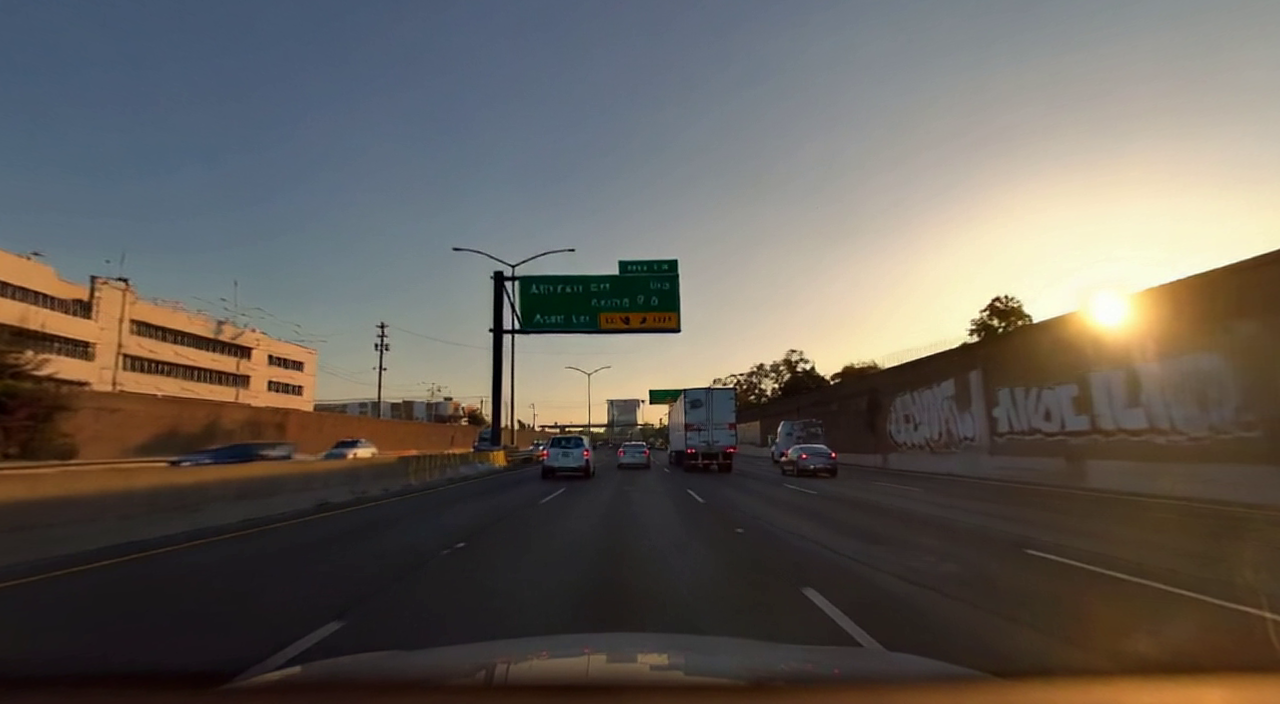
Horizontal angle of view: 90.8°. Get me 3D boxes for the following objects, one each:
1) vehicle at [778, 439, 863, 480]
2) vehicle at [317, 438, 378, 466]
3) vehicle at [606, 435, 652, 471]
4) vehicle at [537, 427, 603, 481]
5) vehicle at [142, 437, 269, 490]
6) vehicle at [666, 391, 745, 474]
[{"bbox_3d":[7.041,4.240,25.141,1.915,1.476,4.677,0,-9,-1],"label":"vehicle"},{"bbox_3d":[-17.344,5.932,37.609,1.833,1.541,3.656,0,-9,0],"label":"vehicle"},{"bbox_3d":[-0.528,5.106,31.980,2.191,1.685,4.015,0,-9,-1],"label":"vehicle"},{"bbox_3d":[-2.573,3.920,24.449,2.249,1.843,5.176,1,-9,-4],"label":"vehicle"},{"bbox_3d":[-13.188,3.393,19.440,1.466,1.474,3.337,0,-9,1],"label":"vehicle"},{"bbox_3d":[3.274,4.530,34.754,2.976,3.806,10.591,0,-9,-1],"label":"vehicle"}]
